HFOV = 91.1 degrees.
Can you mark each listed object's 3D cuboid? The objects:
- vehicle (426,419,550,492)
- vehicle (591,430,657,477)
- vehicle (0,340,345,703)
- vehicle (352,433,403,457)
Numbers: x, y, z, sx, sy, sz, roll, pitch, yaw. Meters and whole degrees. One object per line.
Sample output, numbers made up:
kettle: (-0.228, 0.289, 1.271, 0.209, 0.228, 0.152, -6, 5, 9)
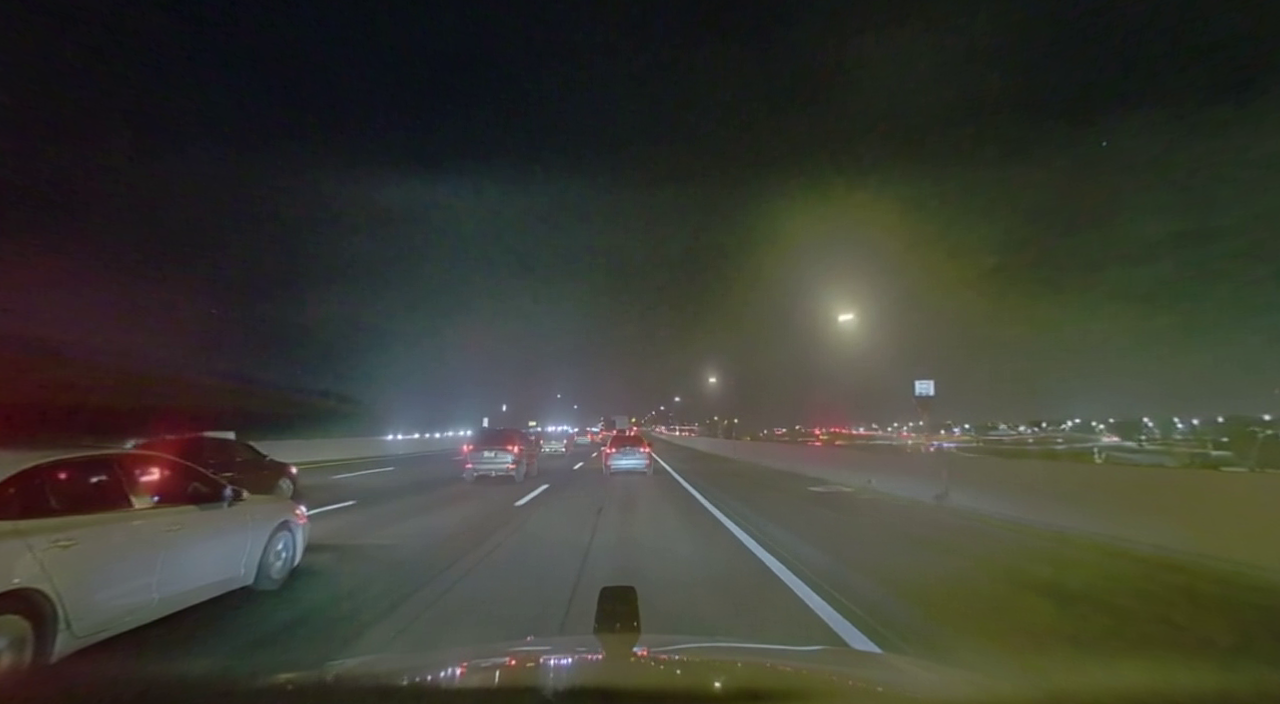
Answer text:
vehicle: (-3.868, 2.717, 16.961, 2.154, 1.690, 4.595, 0, -8, 1)
vehicle: (-0.535, 3.440, 21.589, 2.070, 1.452, 3.834, 0, -8, -1)
vehicle: (-3.854, 0.947, 3.757, 2.107, 1.703, 4.274, 0, -8, 0)
vehicle: (-20.168, 7.156, 48.514, 2.039, 1.717, 4.349, 0, -8, 0)
